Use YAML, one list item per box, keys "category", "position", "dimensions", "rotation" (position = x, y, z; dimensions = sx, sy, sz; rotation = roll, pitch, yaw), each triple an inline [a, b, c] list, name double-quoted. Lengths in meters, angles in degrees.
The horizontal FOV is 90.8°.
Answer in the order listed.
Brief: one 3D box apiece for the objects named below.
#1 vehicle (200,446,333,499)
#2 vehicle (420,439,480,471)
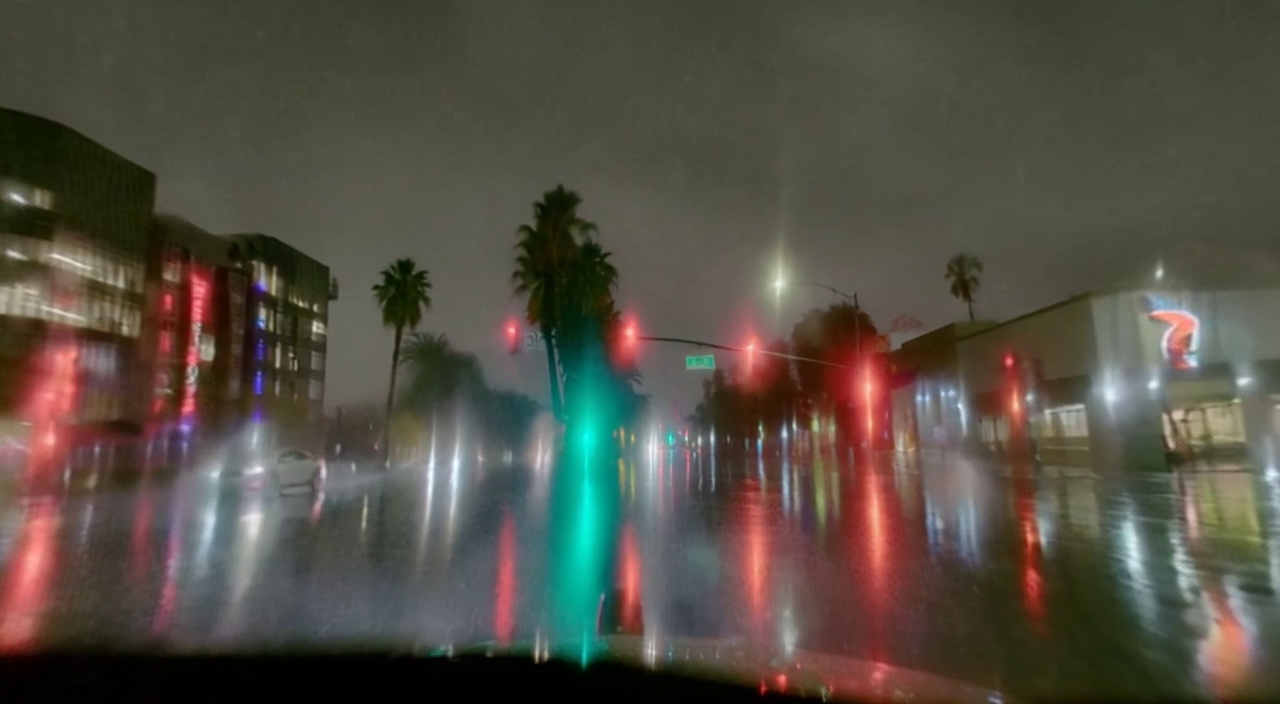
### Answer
- category: "vehicle"
  position: [-12.937, 4.159, 22.268]
  dimensions: [2.038, 1.624, 4.292]
  rotation: [0, -8, 0]
- category: "vehicle"
  position: [-12.872, 7.025, 43.161]
  dimensions: [2.268, 2.016, 5.632]
  rotation: [0, -8, 1]
